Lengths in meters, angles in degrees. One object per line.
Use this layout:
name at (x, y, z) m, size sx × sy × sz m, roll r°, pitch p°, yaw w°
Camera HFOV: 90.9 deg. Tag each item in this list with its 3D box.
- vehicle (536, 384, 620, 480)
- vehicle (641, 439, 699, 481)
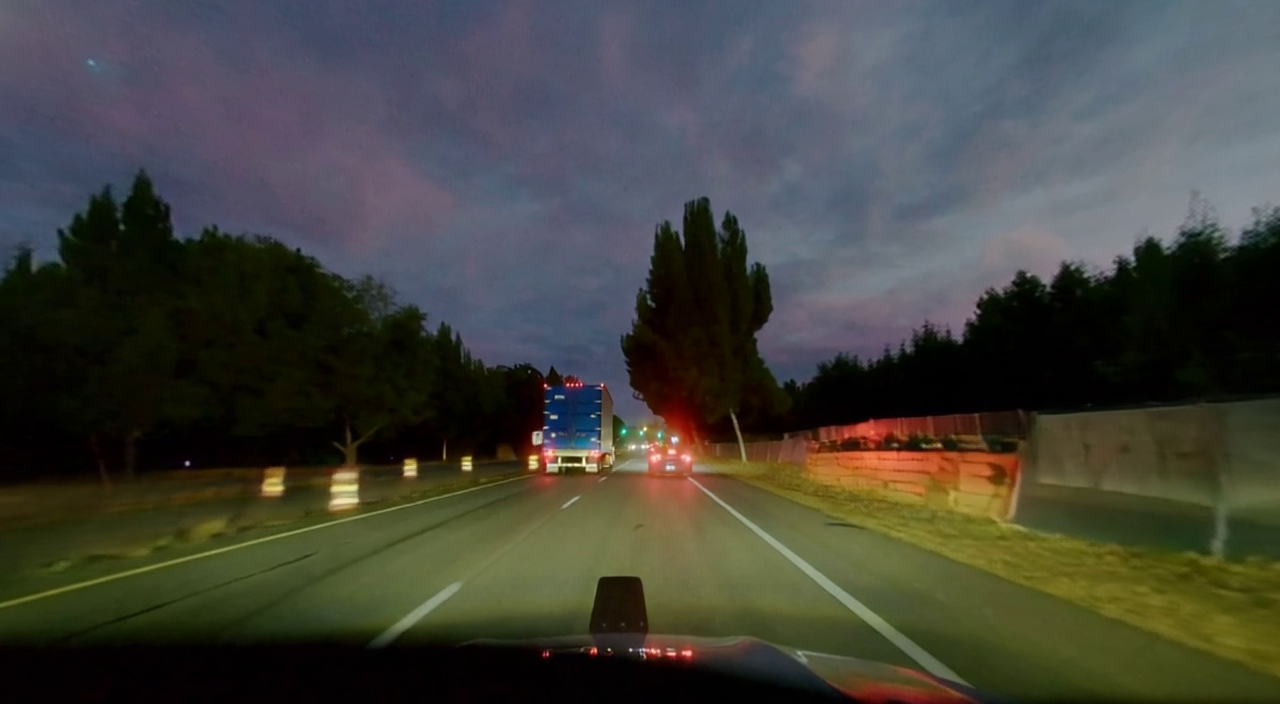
vehicle at (-2.881, 4.552, 34.926) m, size 2.906 × 4.115 × 15.715 m, roll 0°, pitch -8°, yaw 1°
vehicle at (1.210, 4.642, 27.391) m, size 2.304 × 1.675 × 4.462 m, roll 0°, pitch -8°, yaw 0°
